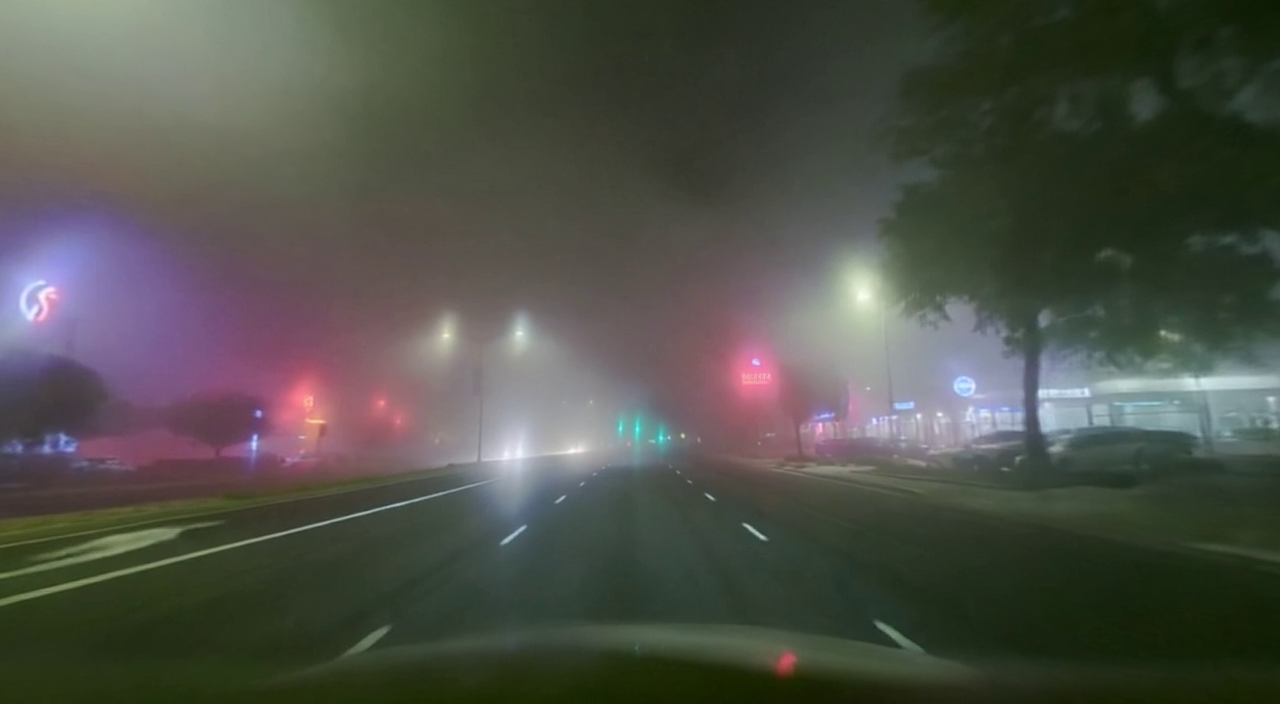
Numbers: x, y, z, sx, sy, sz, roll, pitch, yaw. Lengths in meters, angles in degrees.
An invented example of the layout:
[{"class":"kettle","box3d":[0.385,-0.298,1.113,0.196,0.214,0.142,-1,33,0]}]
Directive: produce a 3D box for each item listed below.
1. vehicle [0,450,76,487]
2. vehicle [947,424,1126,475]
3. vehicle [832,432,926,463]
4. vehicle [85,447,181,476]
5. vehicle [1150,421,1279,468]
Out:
[{"class":"vehicle","box3d":[-30.693,5.633,30.793,4.441,1.667,2.223,-1,-8,6]},{"class":"vehicle","box3d":[14.325,3.553,23.071,5.134,1.732,2.047,0,-8,0]},{"class":"vehicle","box3d":[13.381,5.366,35.506,4.386,1.570,2.043,-1,-9,-2]},{"class":"vehicle","box3d":[-30.775,6.652,38.414,4.189,1.678,1.887,0,-8,1]},{"class":"vehicle","box3d":[24.399,3.871,26.478,1.917,1.772,5.073,0,-8,2]}]
